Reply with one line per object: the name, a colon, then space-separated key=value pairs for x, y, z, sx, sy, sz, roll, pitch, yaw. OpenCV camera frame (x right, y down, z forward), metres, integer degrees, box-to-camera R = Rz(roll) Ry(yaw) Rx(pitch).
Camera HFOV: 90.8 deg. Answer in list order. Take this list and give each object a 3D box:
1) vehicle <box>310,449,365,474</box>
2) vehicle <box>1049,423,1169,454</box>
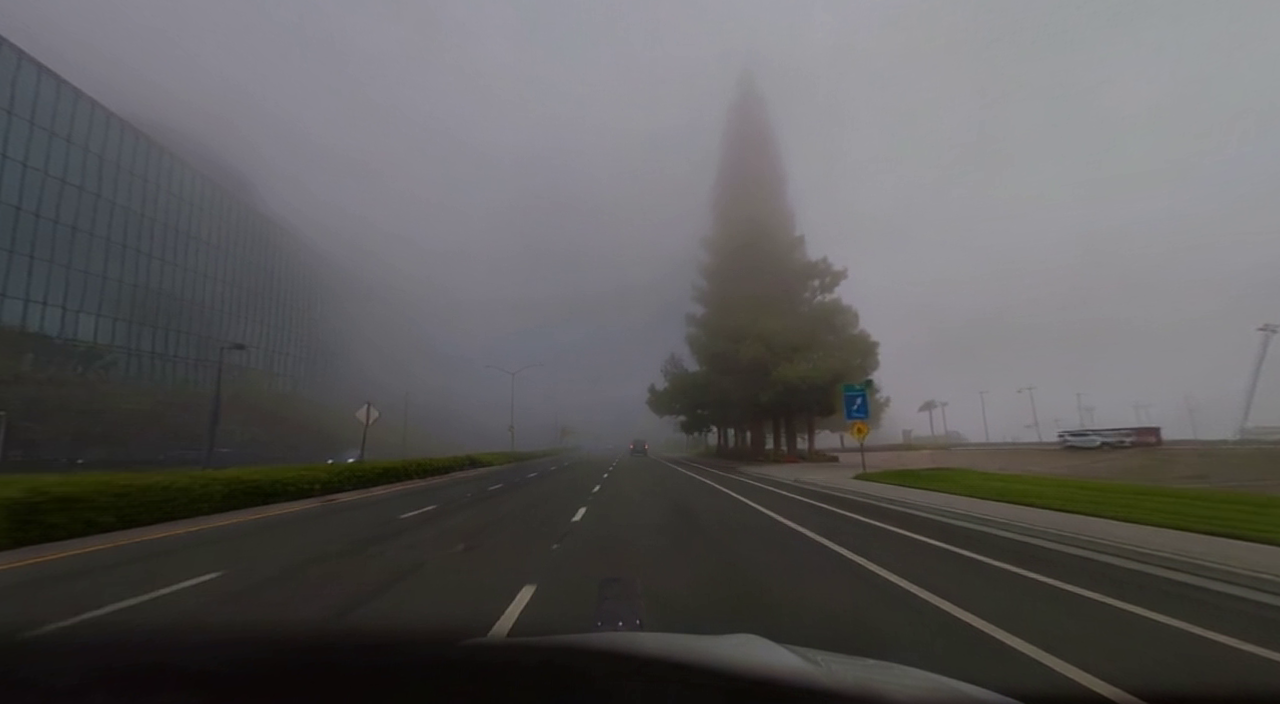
vehicle: x=-21.127 y=7.640 z=44.315 sx=1.835 sy=1.606 sz=4.289 roll=0 pitch=-8 yaw=-1
vehicle: x=24.394 y=4.535 z=32.985 sx=4.758 sy=1.522 sz=1.930 roll=0 pitch=-8 yaw=-3
